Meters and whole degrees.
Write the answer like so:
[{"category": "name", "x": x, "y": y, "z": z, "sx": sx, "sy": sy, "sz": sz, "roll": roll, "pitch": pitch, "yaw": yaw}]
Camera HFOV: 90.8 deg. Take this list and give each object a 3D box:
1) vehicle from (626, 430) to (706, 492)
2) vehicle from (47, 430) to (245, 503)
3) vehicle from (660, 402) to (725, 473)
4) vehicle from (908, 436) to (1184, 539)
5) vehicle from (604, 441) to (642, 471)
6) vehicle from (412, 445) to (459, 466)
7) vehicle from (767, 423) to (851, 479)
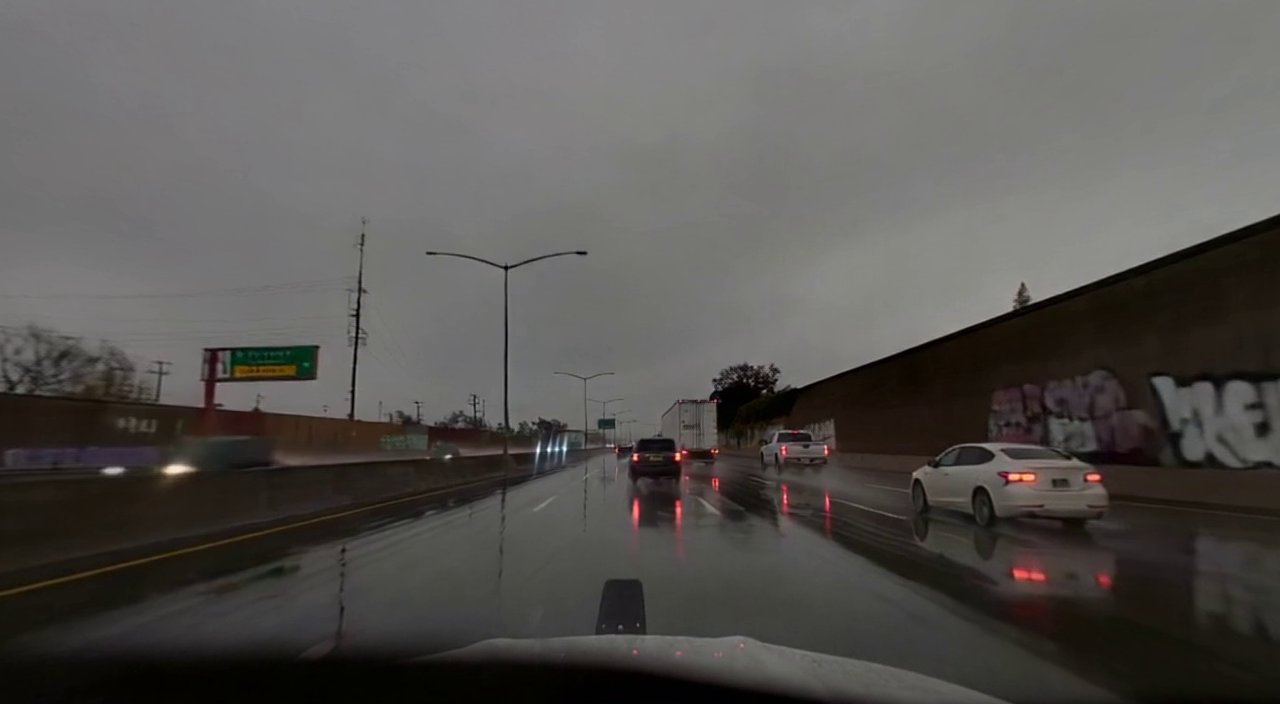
[{"category": "vehicle", "x": 0.729, "y": 3.666, "z": 21.605, "sx": 2.249, "sy": 1.843, "sz": 5.176, "roll": 0, "pitch": -9, "yaw": -3}, {"category": "vehicle", "x": -10.549, "y": 2.458, "z": 13.843, "sx": 1.610, "sy": 1.395, "sz": 3.344, "roll": 0, "pitch": -9, "yaw": -1}, {"category": "vehicle", "x": 3.038, "y": 5.461, "z": 39.821, "sx": 2.976, "sy": 3.806, "sz": 10.591, "roll": 0, "pitch": -9, "yaw": -1}, {"category": "vehicle", "x": 6.963, "y": 2.345, "z": 11.650, "sx": 1.915, "sy": 1.476, "sz": 4.677, "roll": 0, "pitch": -9, "yaw": -1}, {"category": "vehicle", "x": -0.963, "y": 5.938, "z": 36.250, "sx": 2.073, "sy": 1.640, "sz": 3.990, "roll": 0, "pitch": -9, "yaw": -1}, {"category": "vehicle", "x": -14.330, "y": 7.249, "z": 44.505, "sx": 2.065, "sy": 1.401, "sz": 3.497, "roll": 0, "pitch": -9, "yaw": 1}, {"category": "vehicle", "x": 7.832, "y": 4.683, "z": 30.094, "sx": 2.322, "sy": 2.360, "sz": 6.433, "roll": 0, "pitch": -9, "yaw": 1}]
